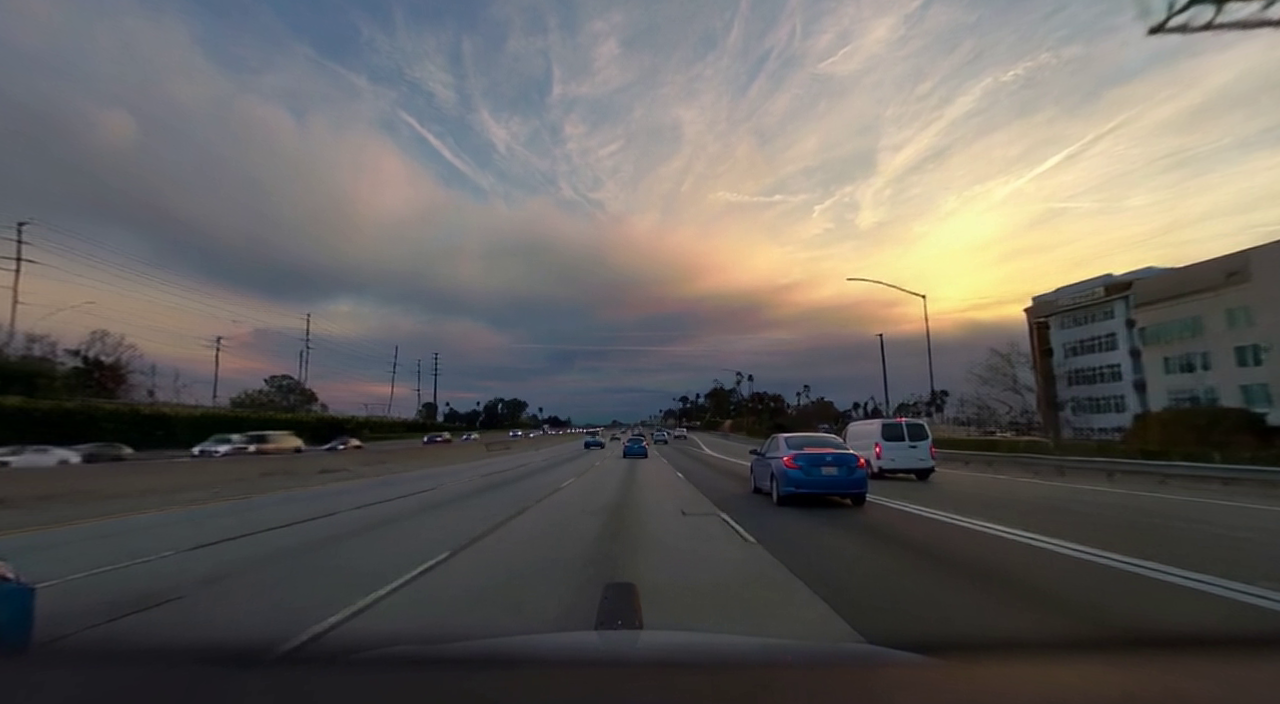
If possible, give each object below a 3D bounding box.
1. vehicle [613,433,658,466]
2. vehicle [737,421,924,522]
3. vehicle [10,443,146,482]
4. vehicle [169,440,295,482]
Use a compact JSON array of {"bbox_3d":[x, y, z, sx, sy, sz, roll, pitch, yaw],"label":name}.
[{"bbox_3d":[-0.239,4.685,30.301,2.019,1.472,3.971,0,-8,-1],"label":"vehicle"},{"bbox_3d":[3.257,2.149,11.882,1.995,1.533,4.463,0,-8,-2],"label":"vehicle"},{"bbox_3d":[-23.475,4.584,26.540,1.825,1.491,4.151,0,-8,1],"label":"vehicle"},{"bbox_3d":[-16.292,4.350,25.492,1.949,1.499,4.633,0,-8,0],"label":"vehicle"}]
